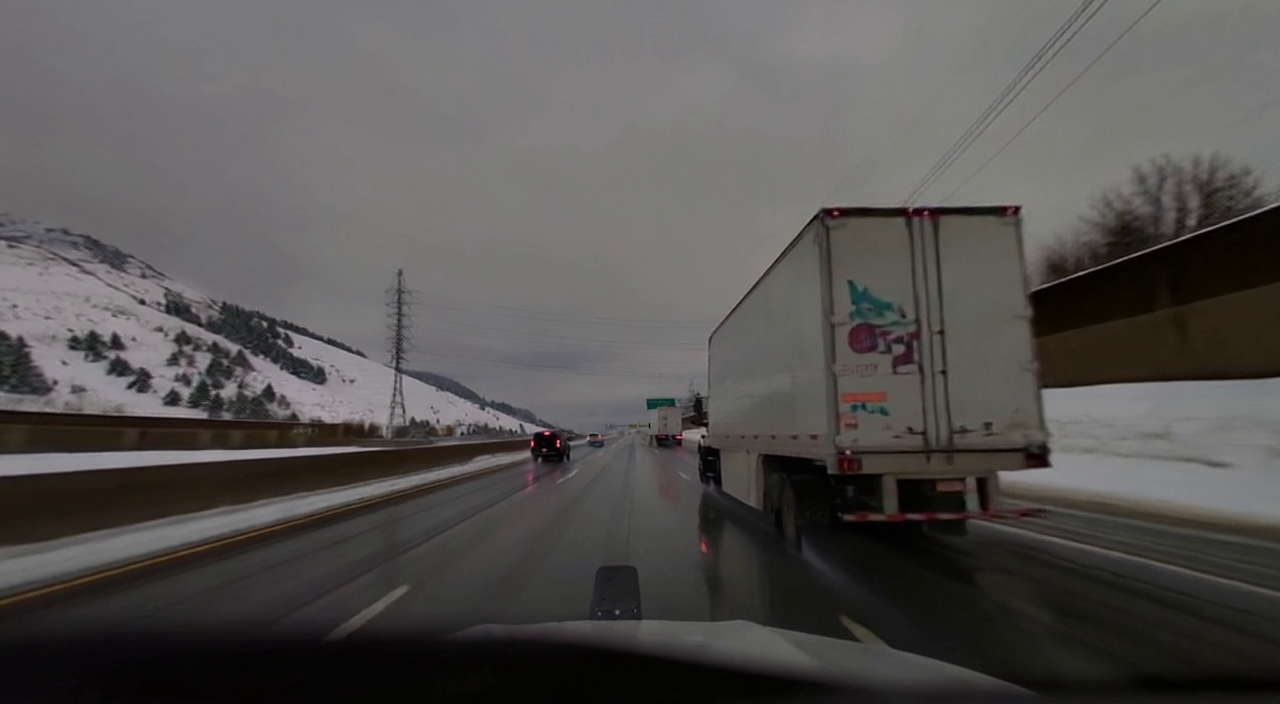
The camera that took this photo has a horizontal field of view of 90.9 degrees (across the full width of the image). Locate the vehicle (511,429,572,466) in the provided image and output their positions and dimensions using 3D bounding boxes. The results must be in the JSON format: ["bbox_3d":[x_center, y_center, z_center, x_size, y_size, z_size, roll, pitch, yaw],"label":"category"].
[{"bbox_3d":[-4.245,4.182,27.867,1.965,1.486,4.448,0,-8,0],"label":"vehicle"}]

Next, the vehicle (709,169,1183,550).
[{"bbox_3d":[3.606,0.750,11.838,3.060,3.842,11.095,0,-8,-2],"label":"vehicle"}]
